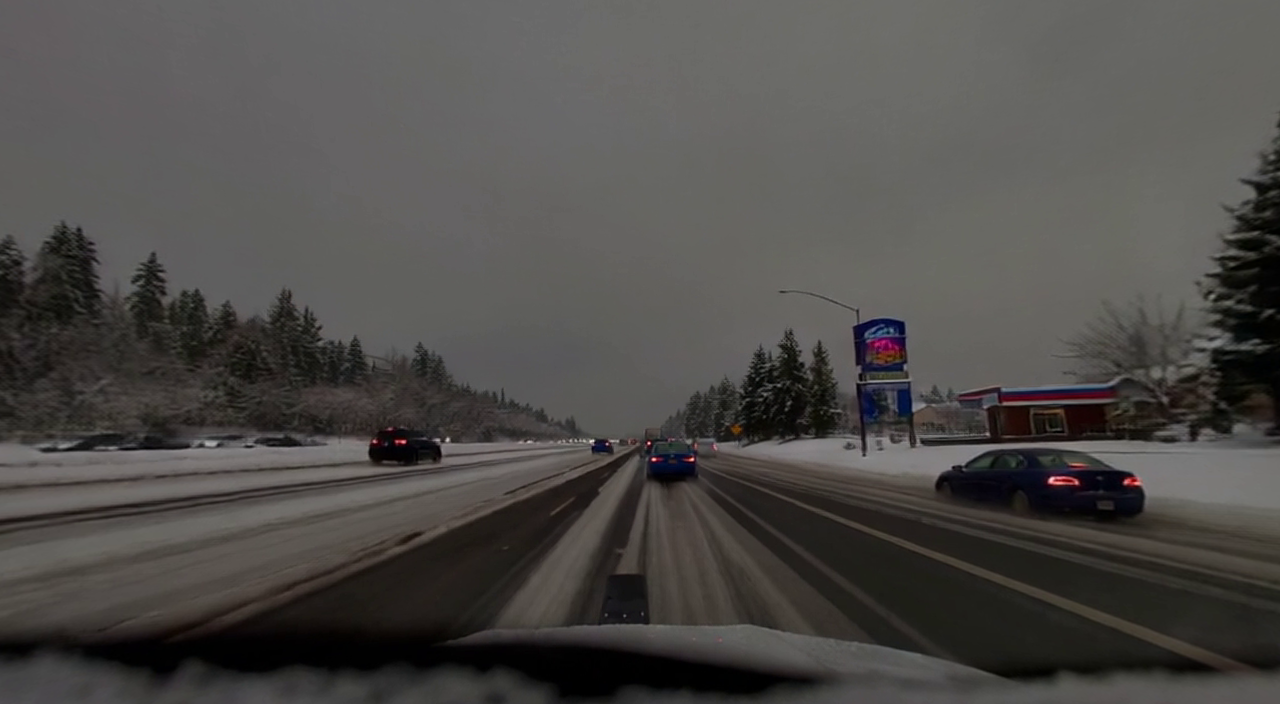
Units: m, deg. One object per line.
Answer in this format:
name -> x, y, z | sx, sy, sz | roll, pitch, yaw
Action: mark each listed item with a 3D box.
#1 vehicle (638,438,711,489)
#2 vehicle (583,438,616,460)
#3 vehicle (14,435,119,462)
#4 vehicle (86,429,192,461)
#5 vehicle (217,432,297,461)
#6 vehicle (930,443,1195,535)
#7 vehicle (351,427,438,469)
vehicle -> 0.995, 3.511, 20.214 | 2.113, 1.464, 4.073 | 0, -8, 0
vehicle -> -2.995, 7.272, 47.311 | 2.047, 1.497, 4.208 | 0, -8, 2
vehicle -> -32.533, 5.508, 35.978 | 1.717, 1.425, 4.484 | 0, -8, 1
vehicle -> -25.328, 4.739, 32.109 | 1.835, 1.487, 4.234 | 0, -8, 1
vehicle -> -21.192, 5.259, 35.118 | 1.778, 1.462, 4.185 | 0, -8, 1
vehicle -> 7.763, 2.520, 12.281 | 2.030, 1.442, 4.358 | 1, -8, -2
vehicle -> -10.588, 4.174, 27.593 | 1.950, 1.664, 4.403 | 0, -8, 1
